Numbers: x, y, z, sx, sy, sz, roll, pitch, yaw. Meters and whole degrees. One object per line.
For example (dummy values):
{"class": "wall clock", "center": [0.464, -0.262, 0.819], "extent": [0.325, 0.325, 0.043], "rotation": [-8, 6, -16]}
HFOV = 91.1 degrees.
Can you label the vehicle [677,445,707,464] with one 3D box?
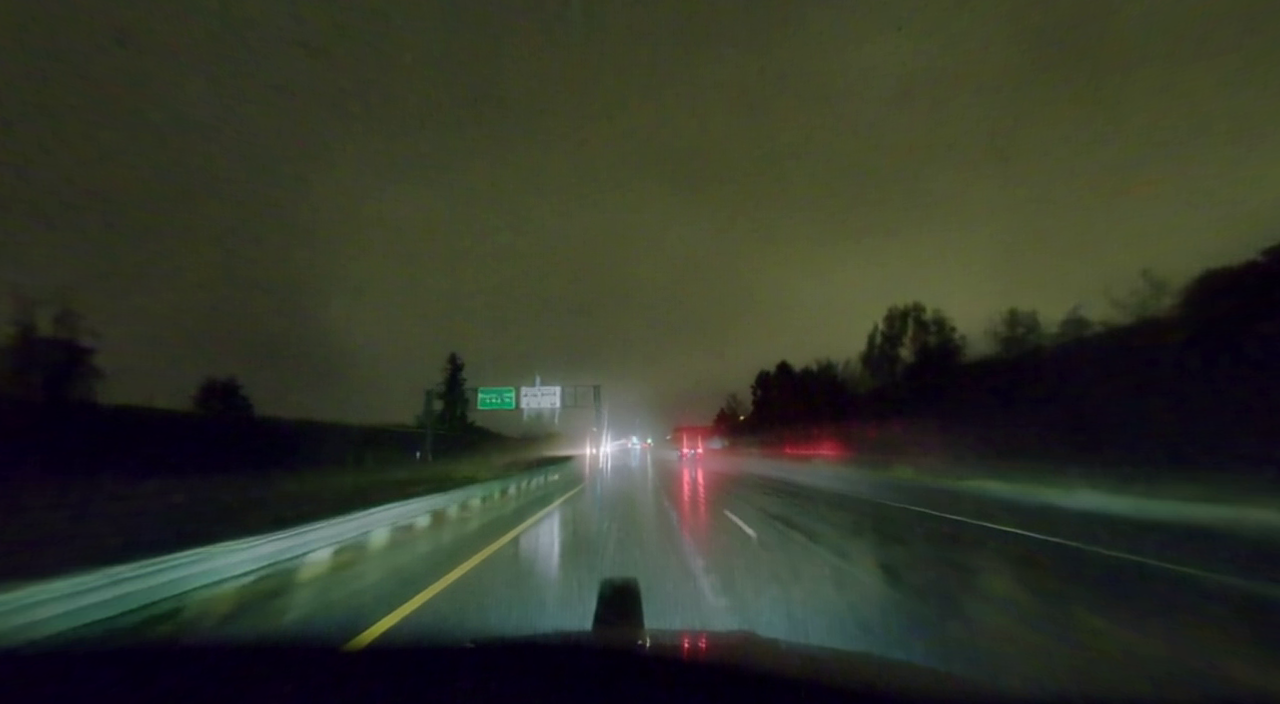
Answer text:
{"class": "vehicle", "center": [3.981, 7.910, 48.499], "extent": [1.923, 1.408, 3.835], "rotation": [0, -9, -1]}
